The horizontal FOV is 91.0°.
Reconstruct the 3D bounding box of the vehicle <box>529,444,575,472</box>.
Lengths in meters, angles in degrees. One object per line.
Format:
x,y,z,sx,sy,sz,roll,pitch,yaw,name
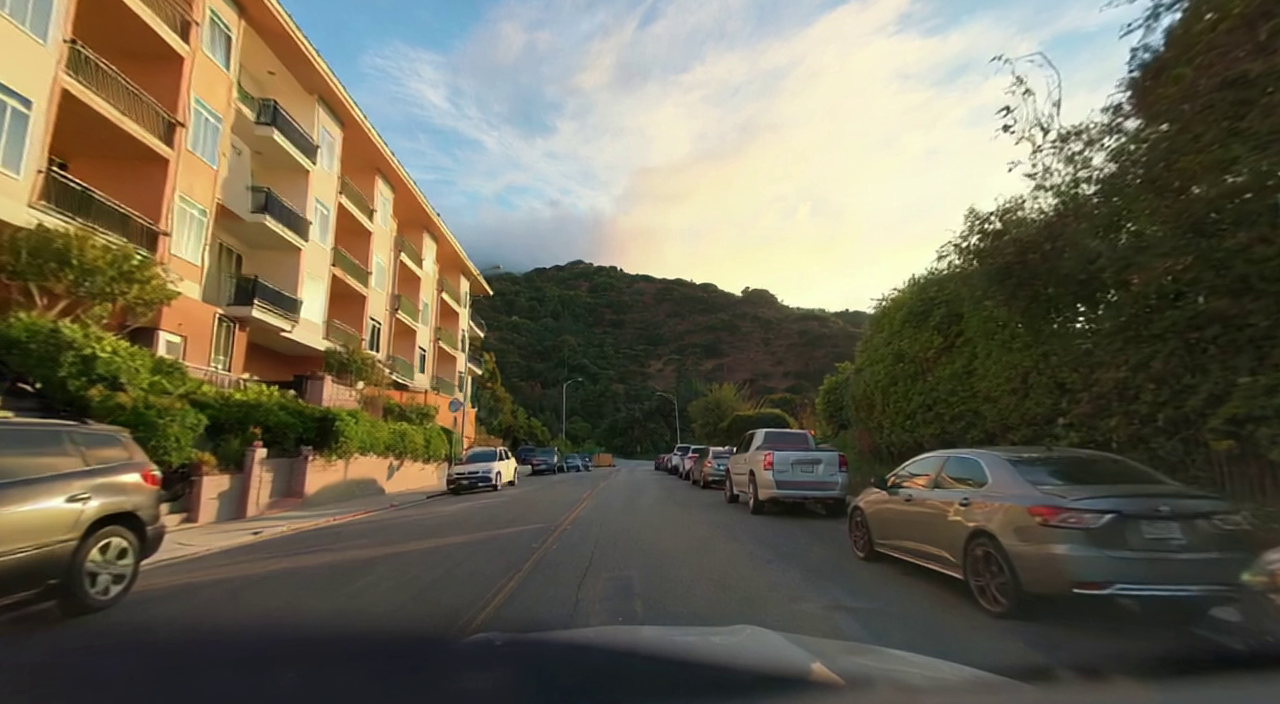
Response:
-6.610,8.180,48.119,2.692,1.949,5.948,0,-12,-1,vehicle

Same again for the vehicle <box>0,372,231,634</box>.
-6.063,1.073,4.214,2.318,1.999,6.524,1,-7,-1,vehicle

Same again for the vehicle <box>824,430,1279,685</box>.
3.583,1.596,6.206,1.866,1.510,4.615,1,-9,-4,vehicle

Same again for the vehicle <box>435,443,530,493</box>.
-6.348,4.752,26.308,2.374,1.843,5.638,0,-9,2,vehicle

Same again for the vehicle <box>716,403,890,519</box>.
3.430,2.485,14.729,2.482,2.184,5.383,0,-9,-1,vehicle

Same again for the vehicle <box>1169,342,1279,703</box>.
3.374,0.560,0.389,2.191,1.749,4.542,0,-9,2,vehicle
